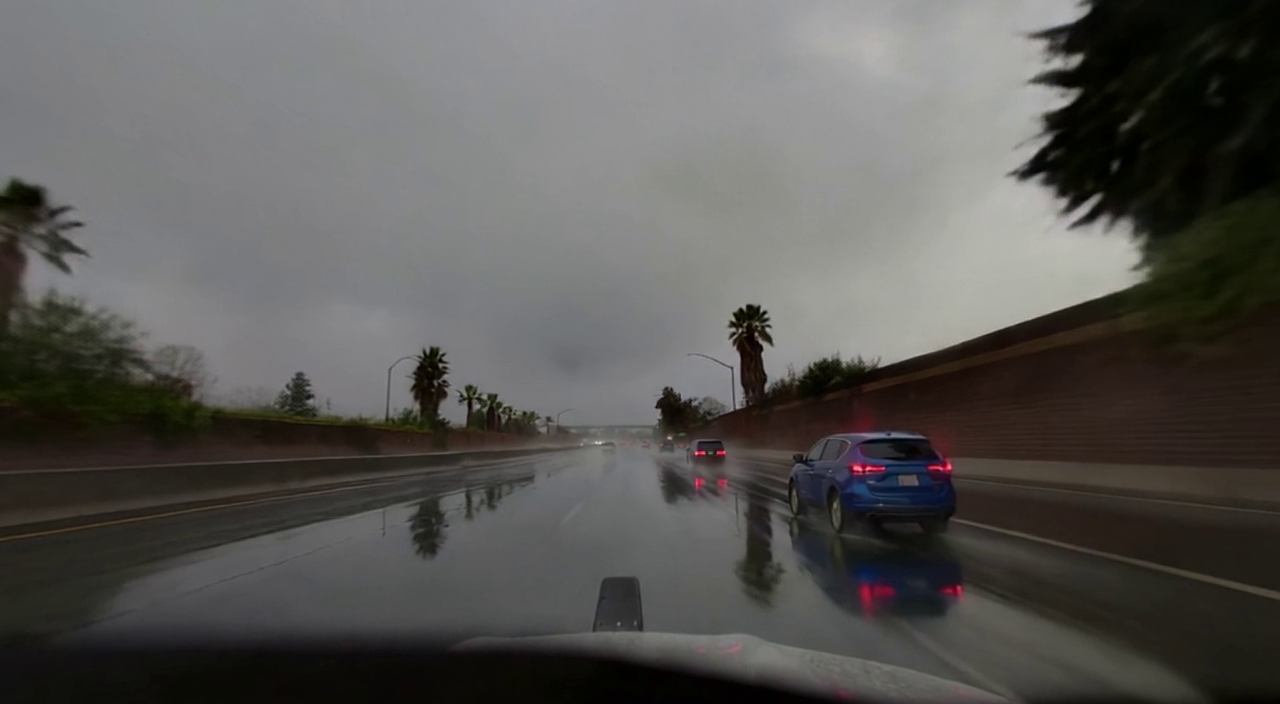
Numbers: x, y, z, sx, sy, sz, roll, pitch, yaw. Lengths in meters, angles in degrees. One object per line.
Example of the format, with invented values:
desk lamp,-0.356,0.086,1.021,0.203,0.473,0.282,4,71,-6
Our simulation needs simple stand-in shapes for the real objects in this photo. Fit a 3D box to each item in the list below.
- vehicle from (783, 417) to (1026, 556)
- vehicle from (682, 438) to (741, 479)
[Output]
vehicle,3.752,1.978,9.964,1.910,1.696,4.187,0,-9,-1
vehicle,3.113,4.743,28.345,2.045,1.688,4.313,0,-9,-1
